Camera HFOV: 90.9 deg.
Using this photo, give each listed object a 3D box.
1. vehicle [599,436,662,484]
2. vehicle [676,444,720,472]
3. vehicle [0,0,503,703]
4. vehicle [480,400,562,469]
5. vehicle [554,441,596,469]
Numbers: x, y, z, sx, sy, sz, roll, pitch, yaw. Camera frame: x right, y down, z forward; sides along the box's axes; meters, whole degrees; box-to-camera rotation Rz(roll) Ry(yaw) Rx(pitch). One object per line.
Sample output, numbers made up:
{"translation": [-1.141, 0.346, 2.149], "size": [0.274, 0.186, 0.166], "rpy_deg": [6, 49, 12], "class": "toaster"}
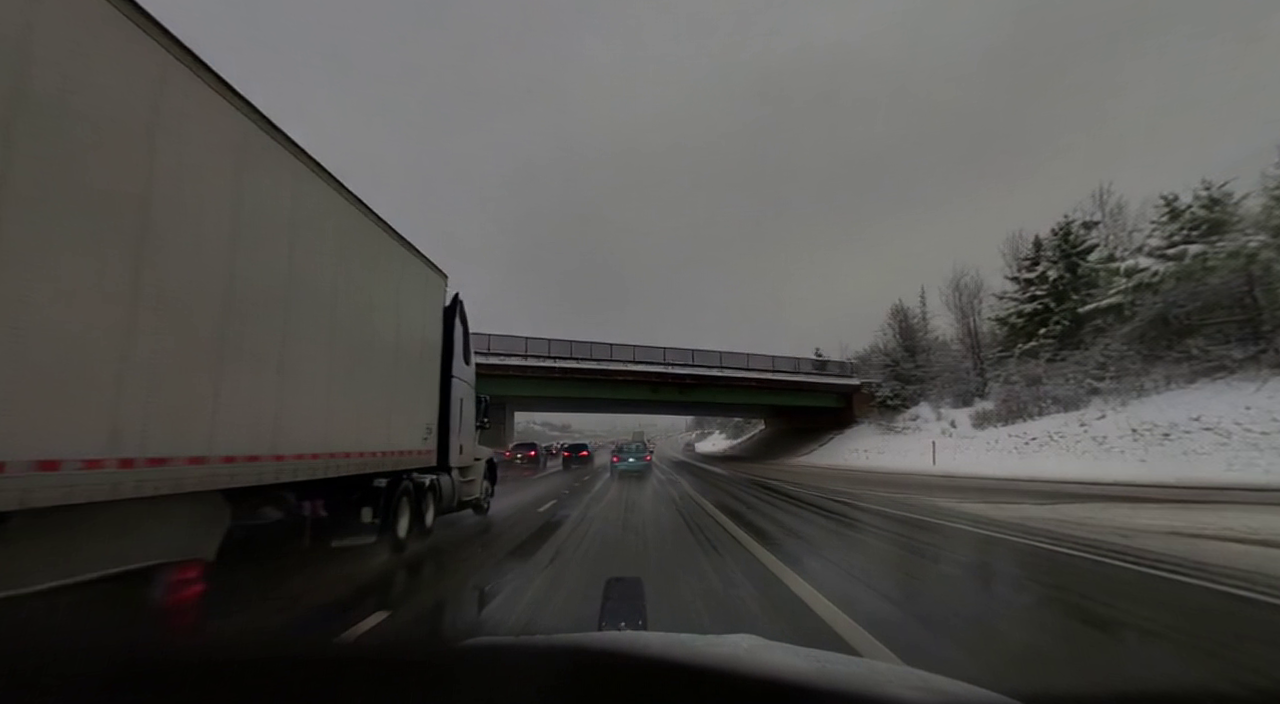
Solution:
{"translation": [-0.366, 4.198, 24.872], "size": [2.270, 1.696, 4.061], "rpy_deg": [0, -8, 0], "class": "vehicle"}
{"translation": [3.213, 5.944, 35.585], "size": [2.003, 1.465, 4.092], "rpy_deg": [0, -8, -1], "class": "vehicle"}
{"translation": [-3.746, 0.389, 4.395], "size": [3.075, 3.276, 11.073], "rpy_deg": [0, -8, 0], "class": "vehicle"}
{"translation": [-7.328, 5.430, 40.847], "size": [2.959, 3.886, 10.574], "rpy_deg": [0, -8, 2], "class": "vehicle"}
{"translation": [-4.018, 6.460, 39.662], "size": [2.124, 1.639, 4.344], "rpy_deg": [0, -8, 1], "class": "vehicle"}
